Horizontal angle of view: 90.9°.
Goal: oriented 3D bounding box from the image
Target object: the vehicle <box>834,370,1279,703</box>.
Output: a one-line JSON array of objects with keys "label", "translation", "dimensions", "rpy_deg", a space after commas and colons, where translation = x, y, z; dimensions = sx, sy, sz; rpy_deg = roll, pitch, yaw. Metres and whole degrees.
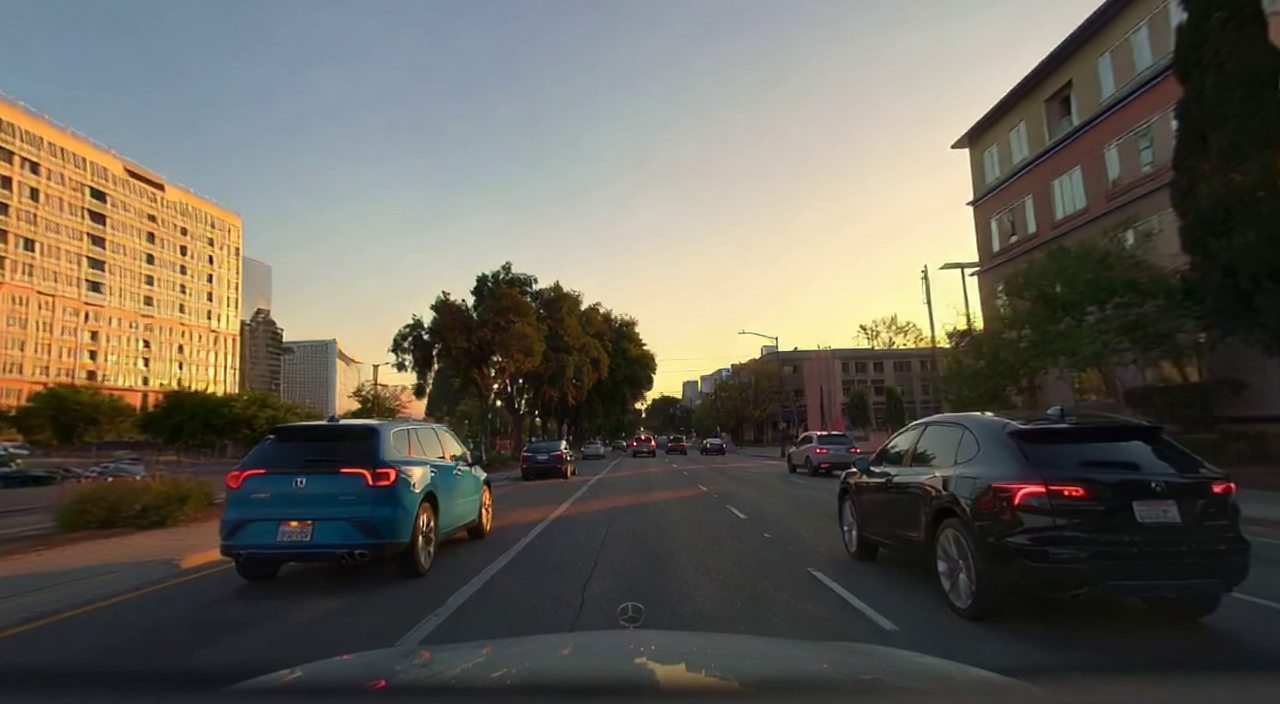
[{"label": "vehicle", "translation": [3.384, 1.257, 5.411], "dimensions": [2.088, 1.666, 4.512], "rpy_deg": [0, -9, 2]}]

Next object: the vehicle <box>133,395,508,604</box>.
[{"label": "vehicle", "translation": [-3.120, 1.561, 7.503], "dimensions": [2.141, 1.719, 4.379], "rpy_deg": [0, -9, 0]}]

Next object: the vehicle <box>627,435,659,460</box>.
[{"label": "vehicle", "translation": [0.203, 7.247, 47.660], "dimensions": [2.304, 1.795, 4.526], "rpy_deg": [0, -9, -1]}]

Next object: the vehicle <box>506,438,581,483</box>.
[{"label": "vehicle", "translation": [-3.381, 3.901, 22.933], "dimensions": [2.036, 1.465, 4.301], "rpy_deg": [0, -9, 1]}]

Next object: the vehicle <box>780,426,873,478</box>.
[{"label": "vehicle", "translation": [6.954, 3.804, 24.067], "dimensions": [2.076, 1.793, 4.464], "rpy_deg": [0, -9, -1]}]

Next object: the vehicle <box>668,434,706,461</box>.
[{"label": "vehicle", "translation": [3.192, 6.682, 44.071], "dimensions": [2.178, 1.804, 4.766], "rpy_deg": [0, -9, -1]}]
